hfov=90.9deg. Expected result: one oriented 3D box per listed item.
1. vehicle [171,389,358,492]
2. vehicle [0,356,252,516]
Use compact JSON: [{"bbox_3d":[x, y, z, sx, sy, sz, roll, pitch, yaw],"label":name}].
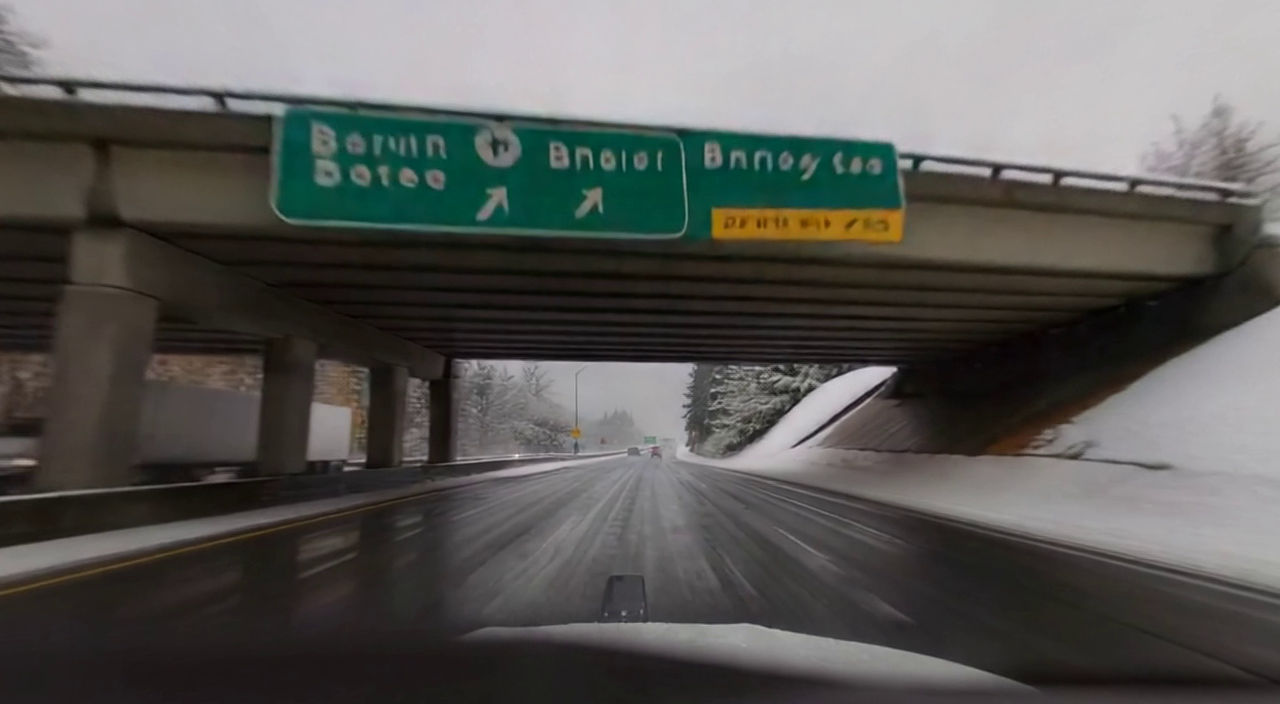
[{"bbox_3d":[-16.780,4.153,29.344,2.826,4.041,9.212,0,-9,1],"label":"vehicle"},{"bbox_3d":[-16.831,2.723,19.970,2.898,3.875,9.397,0,-9,1],"label":"vehicle"}]
